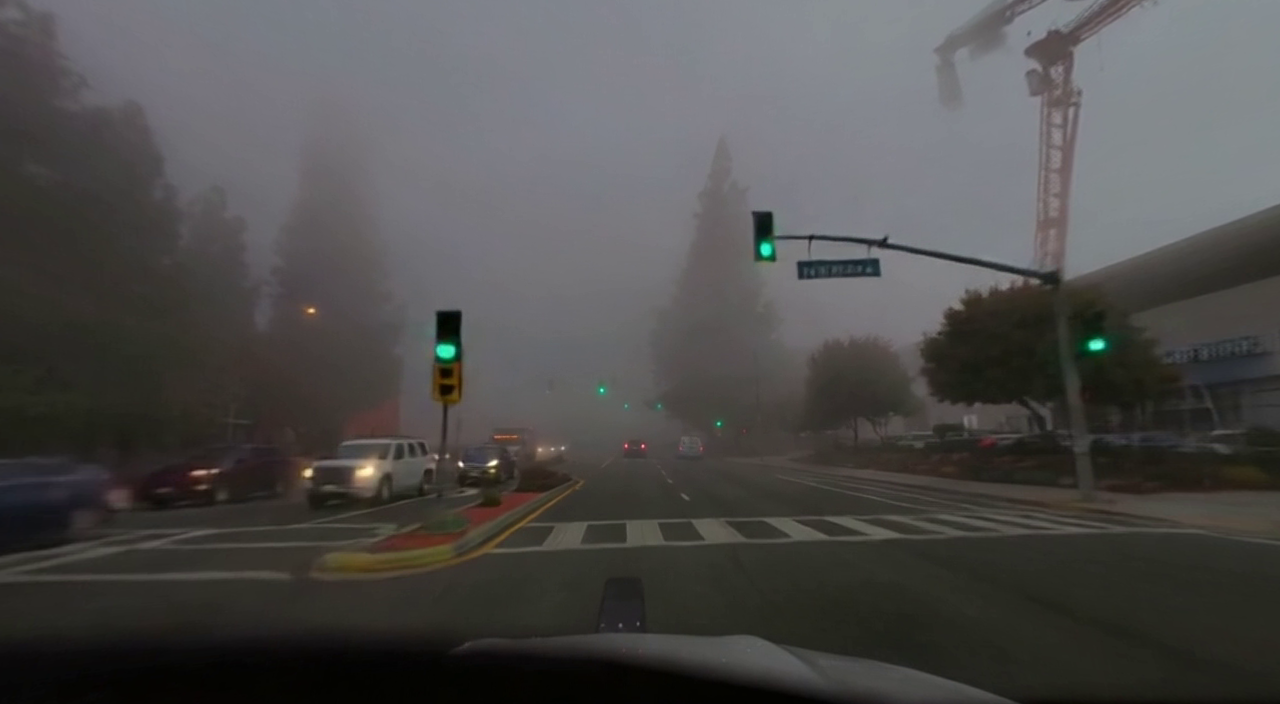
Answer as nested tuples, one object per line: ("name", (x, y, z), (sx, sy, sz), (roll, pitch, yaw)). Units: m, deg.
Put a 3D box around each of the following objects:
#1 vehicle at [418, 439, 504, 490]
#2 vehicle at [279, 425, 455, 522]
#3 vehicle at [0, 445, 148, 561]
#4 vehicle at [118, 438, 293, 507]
("vehicle", (-5.883, 3.730, 21.296), (1.901, 1.498, 4.359), (0, -9, -4))
("vehicle", (-5.763, 2.587, 14.086), (1.983, 1.715, 4.466), (-2, -8, 0))
("vehicle", (-8.995, 1.901, 7.966), (1.947, 1.434, 4.557), (0, -8, -1))
("vehicle", (-12.697, 3.504, 18.938), (1.936, 1.769, 4.620), (0, -8, 0))
